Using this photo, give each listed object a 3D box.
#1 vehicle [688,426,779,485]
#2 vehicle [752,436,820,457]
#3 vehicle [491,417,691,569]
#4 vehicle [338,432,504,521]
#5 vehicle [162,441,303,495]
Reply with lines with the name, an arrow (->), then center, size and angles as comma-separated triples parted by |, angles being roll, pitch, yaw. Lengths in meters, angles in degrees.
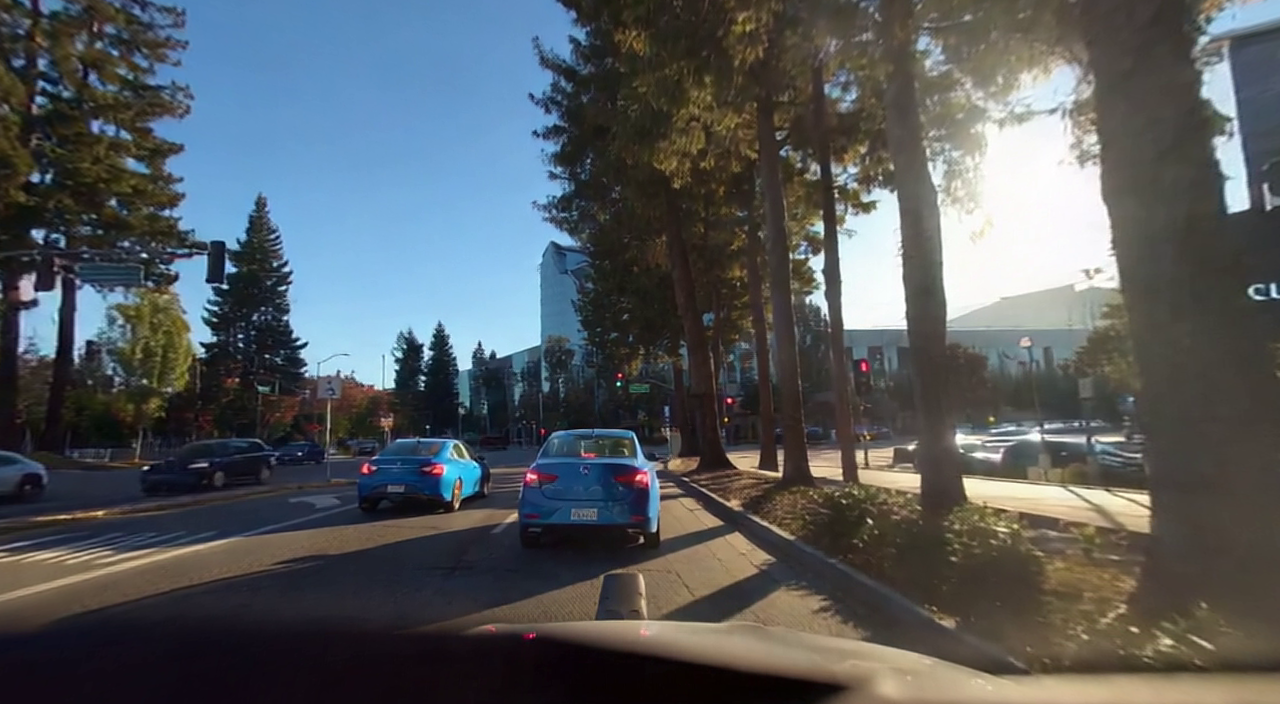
vehicle -> 2.881, 3.317, 20.457 | 2.028, 1.678, 4.220 | 0, -8, -4
vehicle -> 10.574, 6.884, 45.938 | 4.428, 1.478, 1.772 | 0, -9, -3
vehicle -> -0.628, 1.762, 8.657 | 2.045, 1.533, 4.183 | 0, -8, -4
vehicle -> -4.020, 2.334, 12.349 | 1.998, 1.452, 3.773 | 0, -8, -2
vehicle -> -13.304, 3.774, 20.980 | 1.954, 1.583, 4.175 | 0, -8, -2
